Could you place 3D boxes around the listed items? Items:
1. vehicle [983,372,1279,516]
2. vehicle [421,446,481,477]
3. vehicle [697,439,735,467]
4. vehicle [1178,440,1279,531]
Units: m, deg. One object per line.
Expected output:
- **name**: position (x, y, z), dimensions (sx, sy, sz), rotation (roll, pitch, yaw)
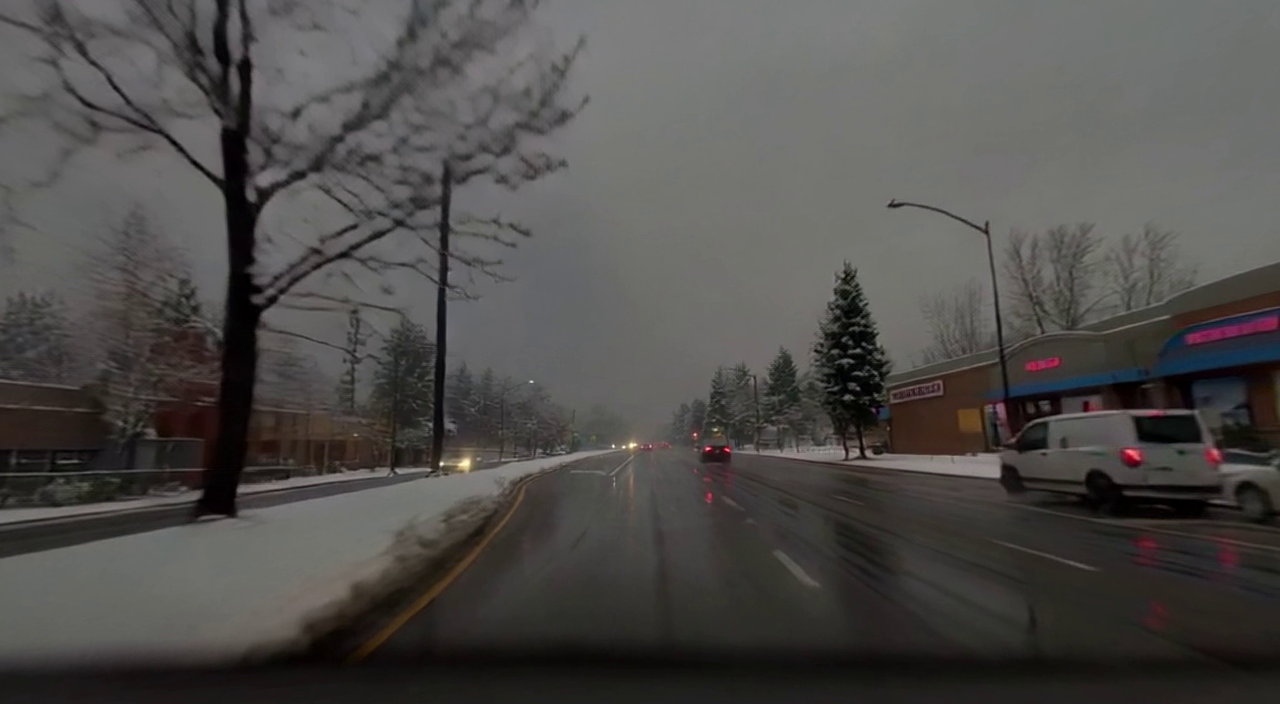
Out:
- **vehicle**: position (11.057, 2.187, 15.016), dimensions (2.507, 2.745, 5.779), rotation (0, -9, 1)
- **vehicle**: position (-10.600, 6.165, 35.811), dimensions (1.994, 1.657, 4.510), rotation (0, -9, 1)
- **vehicle**: position (4.746, 6.383, 39.904), dimensions (1.957, 1.643, 4.226), rotation (0, -9, 1)
- **vehicle**: position (10.960, 2.007, 9.308), dimensions (1.857, 1.411, 4.859), rotation (0, -9, 1)
